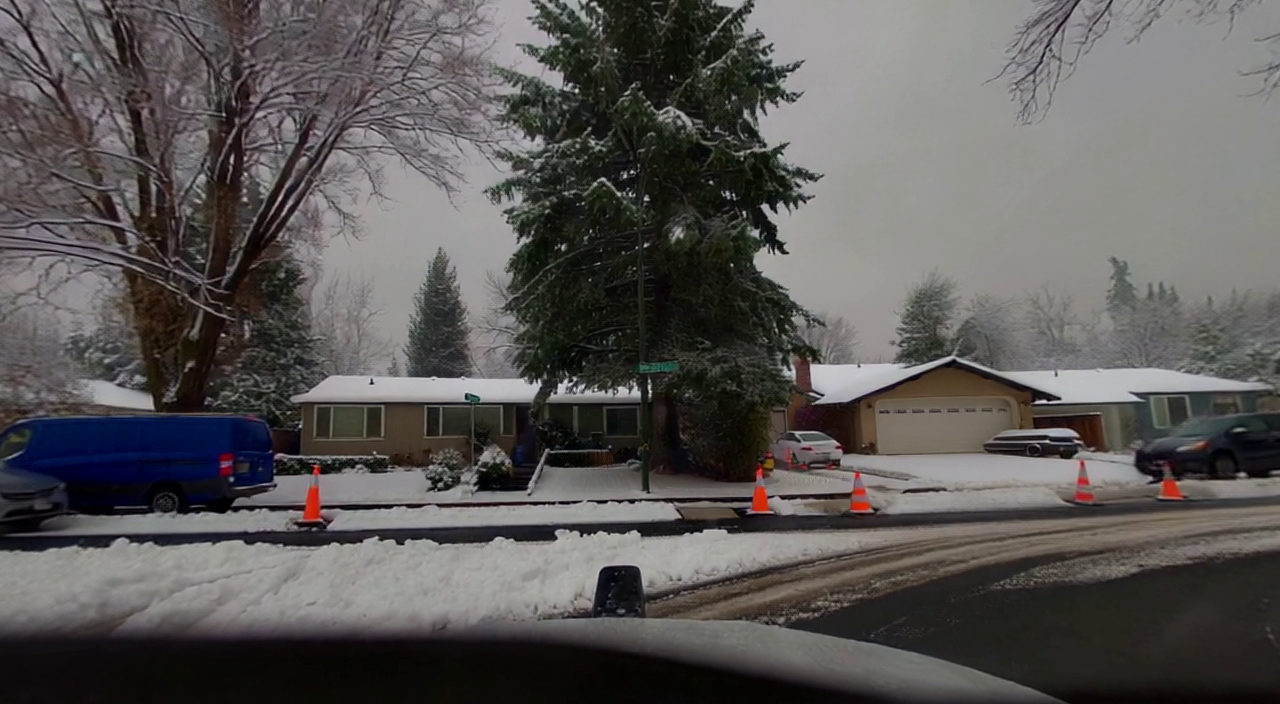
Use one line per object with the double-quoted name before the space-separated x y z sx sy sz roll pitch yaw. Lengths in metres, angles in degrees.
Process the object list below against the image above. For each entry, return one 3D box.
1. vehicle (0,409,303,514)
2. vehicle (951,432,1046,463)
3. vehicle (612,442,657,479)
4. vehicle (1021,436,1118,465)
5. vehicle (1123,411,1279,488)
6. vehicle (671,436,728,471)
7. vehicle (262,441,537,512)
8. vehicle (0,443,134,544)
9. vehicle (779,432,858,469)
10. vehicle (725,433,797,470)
"vehicle" -14.065 3.054 17.444 7.824 2.323 2.863 -3 -10 -2
"vehicle" 23.535 6.275 41.603 4.984 1.912 2.132 1 -8 -5
"vehicle" -0.301 4.760 27.930 1.648 1.430 3.654 4 -9 -4
"vehicle" 22.767 5.225 33.556 3.863 1.453 1.826 1 -9 -5
"vehicle" 16.044 2.552 16.606 5.047 1.851 2.103 1 -9 -5
"vehicle" 2.593 4.536 28.366 1.745 1.461 4.074 1 -9 -6
"vehicle" -6.375 3.415 17.807 6.643 1.777 2.925 1 -9 -6
"vehicle" -12.015 2.362 10.920 4.684 1.556 2.087 0 -8 -1
"vehicle" 8.066 4.500 28.953 1.893 1.529 4.422 1 -9 -7
"vehicle" 5.345 4.467 28.493 2.007 1.555 4.204 1 -9 -7
